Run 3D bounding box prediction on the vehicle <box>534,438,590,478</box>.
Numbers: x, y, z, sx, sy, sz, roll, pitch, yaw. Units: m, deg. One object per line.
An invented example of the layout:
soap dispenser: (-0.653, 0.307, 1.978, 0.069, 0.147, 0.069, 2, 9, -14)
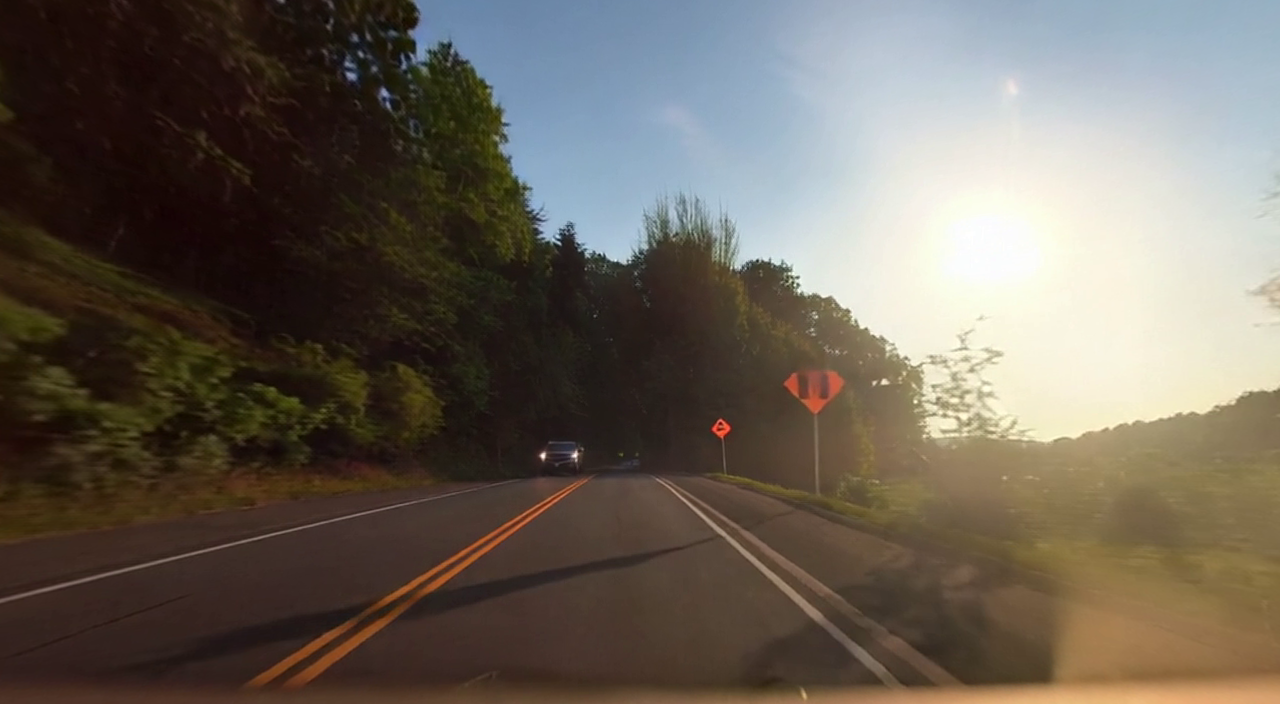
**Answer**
vehicle: (-4.593, 6.376, 38.263, 2.638, 2.200, 5.867, 0, -8, 0)
